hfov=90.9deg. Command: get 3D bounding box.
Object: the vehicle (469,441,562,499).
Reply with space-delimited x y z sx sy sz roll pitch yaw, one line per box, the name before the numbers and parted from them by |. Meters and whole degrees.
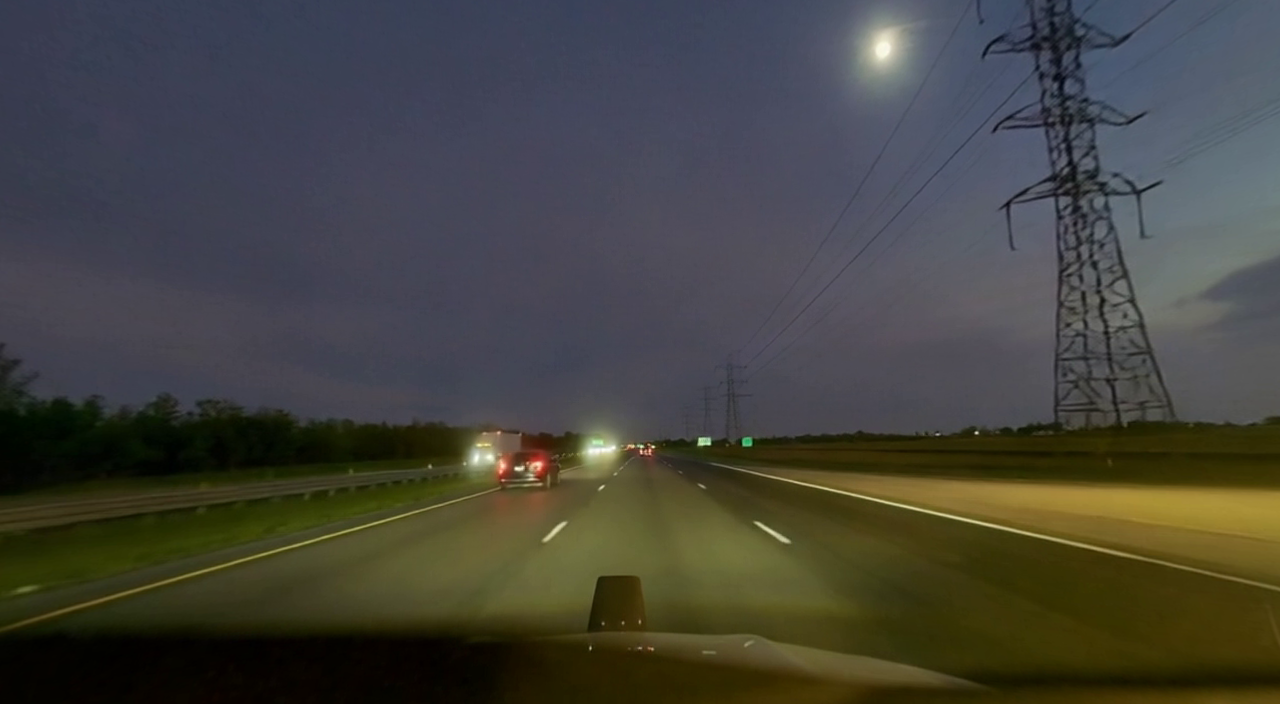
vehicle | -3.631 3.524 19.179 1.924 1.550 4.165 0 -9 1
